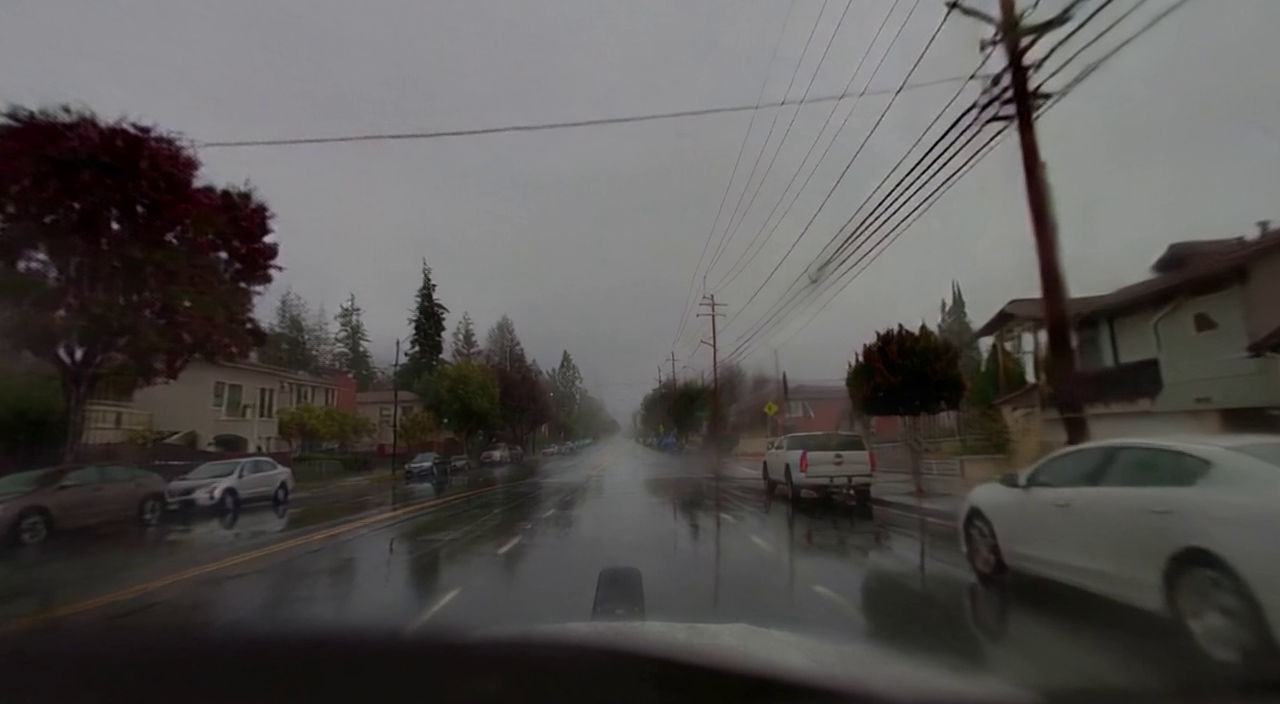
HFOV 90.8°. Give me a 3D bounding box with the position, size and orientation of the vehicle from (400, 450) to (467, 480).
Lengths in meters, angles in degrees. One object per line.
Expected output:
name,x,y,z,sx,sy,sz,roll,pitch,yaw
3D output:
vehicle,-11.320,6.205,34.999,1.970,1.523,4.702,-1,-8,2

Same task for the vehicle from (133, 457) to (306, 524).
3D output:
vehicle,-11.158,3.657,17.199,1.778,1.470,4.217,0,-8,0

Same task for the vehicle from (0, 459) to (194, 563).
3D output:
vehicle,-10.969,2.862,12.038,1.804,1.513,4.450,0,-8,-2

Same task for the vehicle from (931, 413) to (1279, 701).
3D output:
vehicle,4.288,1.282,4.797,1.989,1.471,4.460,0,-8,0

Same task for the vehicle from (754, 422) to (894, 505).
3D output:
vehicle,4.444,2.766,16.070,2.126,1.802,4.259,0,-8,-2
